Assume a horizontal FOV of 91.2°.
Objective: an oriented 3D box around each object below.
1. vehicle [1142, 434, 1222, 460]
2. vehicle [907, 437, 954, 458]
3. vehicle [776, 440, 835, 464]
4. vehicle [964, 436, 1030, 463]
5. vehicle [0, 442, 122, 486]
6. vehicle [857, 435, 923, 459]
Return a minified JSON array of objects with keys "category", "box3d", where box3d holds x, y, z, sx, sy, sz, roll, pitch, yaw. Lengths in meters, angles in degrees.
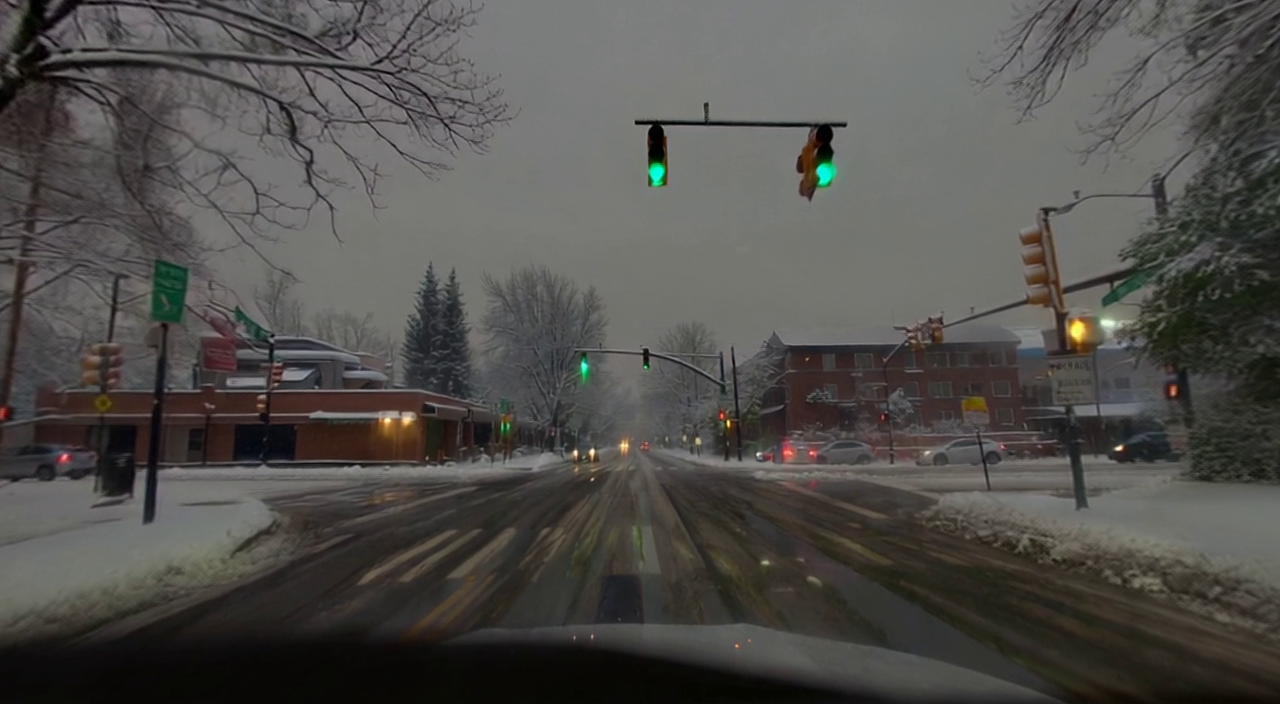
[{"category":"vehicle","box3d":[31.456,5.528,36.476,1.612,1.402,3.320,-1,-8,0]},{"category":"vehicle","box3d":[21.822,7.201,47.225,1.923,1.463,3.758,-1,-9,3]},{"category":"vehicle","box3d":[11.107,6.700,41.932,1.955,1.508,4.295,-8,-12,42]},{"category":"vehicle","box3d":[20.944,5.702,36.883,1.851,1.388,3.475,0,-6,0]},{"category":"vehicle","box3d":[-22.833,4.256,23.911,4.362,1.593,1.936,-1,-9,2]},{"category":"vehicle","box3d":[16.924,6.435,42.357,4.522,1.546,1.941,6,-11,-35]}]
